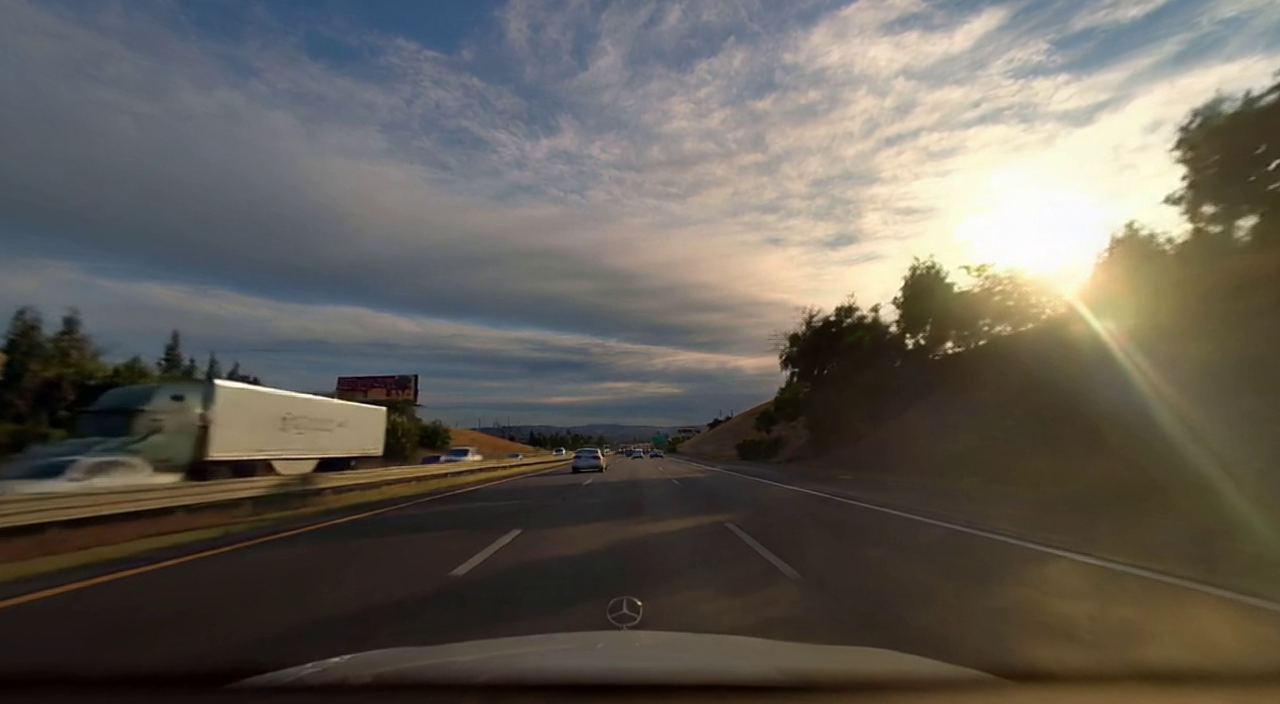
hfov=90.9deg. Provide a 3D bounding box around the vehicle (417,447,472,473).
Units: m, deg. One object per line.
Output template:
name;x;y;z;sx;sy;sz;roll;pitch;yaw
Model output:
vehicle;-12.041;6.673;39.177;1.919;1.484;4.645;0;-9;0

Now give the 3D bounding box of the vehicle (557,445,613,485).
vehicle;-2.213;4.707;26.506;1.916;1.494;4.335;0;-9;0

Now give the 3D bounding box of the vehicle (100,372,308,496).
vehicle;-16.250;3.235;24.333;3.139;4.120;6.607;0;-9;0
